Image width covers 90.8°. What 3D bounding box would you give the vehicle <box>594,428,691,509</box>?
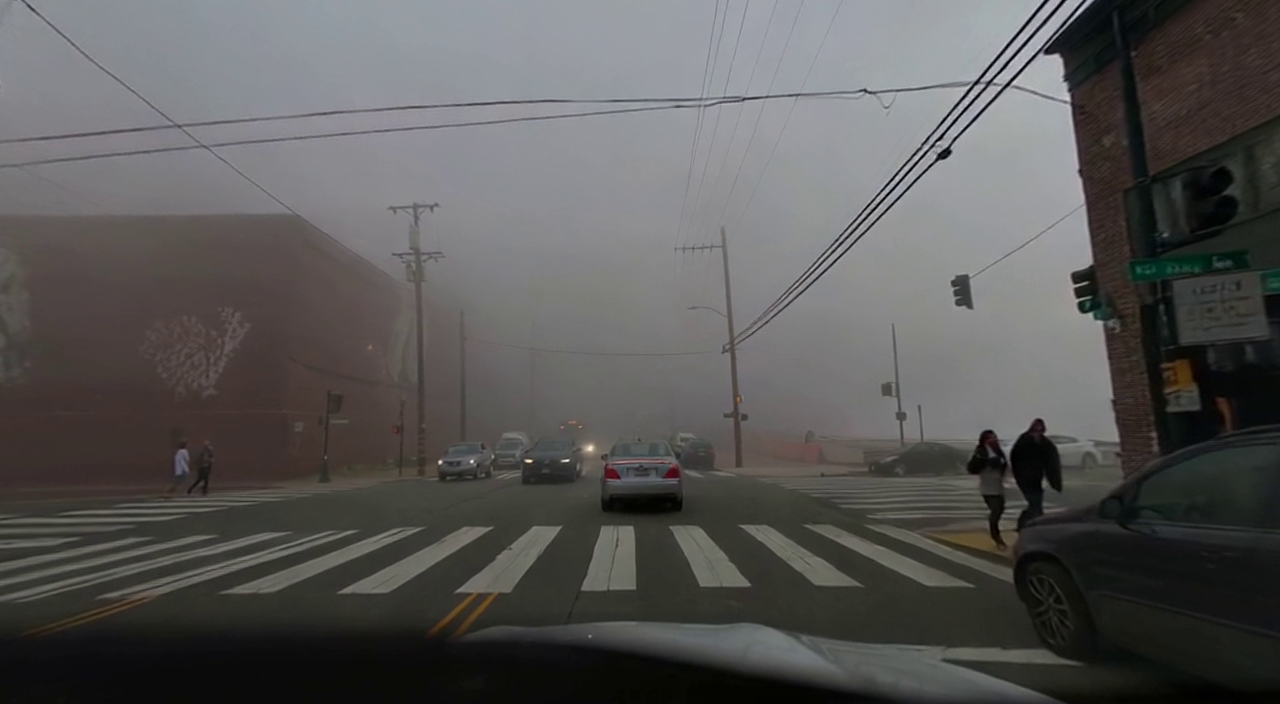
[{"bbox_3d":[0.038,2.919,16.301,2.190,1.783,4.048,-1,-8,0],"label":"vehicle"}]

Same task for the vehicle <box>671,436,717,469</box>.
[{"bbox_3d":[3.020,5.754,36.301,2.171,1.751,4.373,0,-9,-1],"label":"vehicle"}]

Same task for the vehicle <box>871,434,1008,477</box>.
[{"bbox_3d":[12.209,4.239,25.996,4.576,1.650,1.980,-1,-8,2],"label":"vehicle"}]

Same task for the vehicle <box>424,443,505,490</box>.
[{"bbox_3d":[-7.084,4.668,26.164,1.892,1.706,5.224,-1,-8,0],"label":"vehicle"}]

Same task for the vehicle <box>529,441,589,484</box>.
[{"bbox_3d":[-3.387,4.681,27.153,2.055,1.660,3.954,-1,-8,0],"label":"vehicle"}]

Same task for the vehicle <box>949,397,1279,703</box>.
[{"bbox_3d":[3.474,0.969,2.709,1.949,1.521,4.445,0,-8,-1],"label":"vehicle"}]
